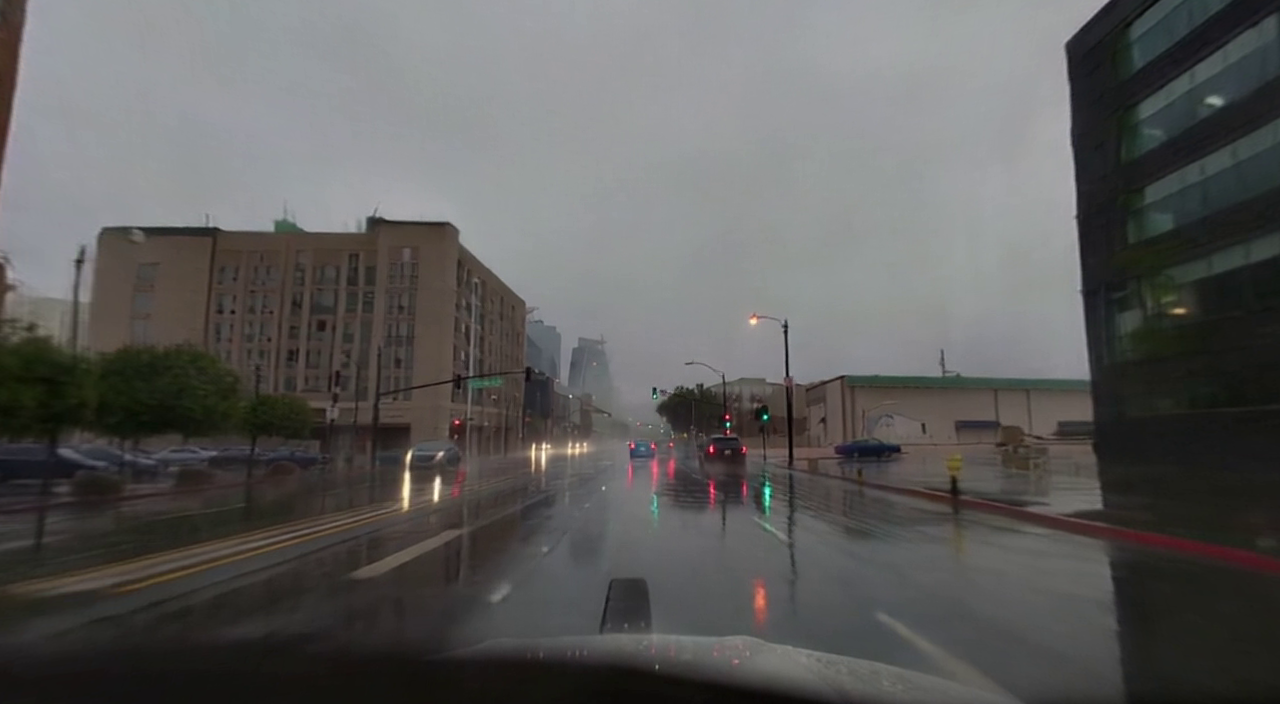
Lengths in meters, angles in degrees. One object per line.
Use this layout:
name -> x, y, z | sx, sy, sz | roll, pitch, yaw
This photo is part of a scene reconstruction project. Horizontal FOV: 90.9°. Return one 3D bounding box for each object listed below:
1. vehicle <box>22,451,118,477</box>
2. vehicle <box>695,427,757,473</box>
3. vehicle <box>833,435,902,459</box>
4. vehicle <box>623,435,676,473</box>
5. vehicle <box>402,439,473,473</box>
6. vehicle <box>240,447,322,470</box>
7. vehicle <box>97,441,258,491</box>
vehicle -> -37.944, 7.444, 42.060 | 4.234, 1.573, 2.229 | -1, -9, 0
vehicle -> 3.926, 4.593, 29.572 | 2.159, 1.938, 4.836 | 0, -9, -1
vehicle -> 17.641, 7.386, 48.948 | 4.556, 1.693, 2.030 | 1, -9, -1
vehicle -> 0.405, 4.620, 28.698 | 2.245, 1.587, 4.094 | 0, -9, 0
vehicle -> -10.718, 5.535, 33.750 | 2.232, 1.669, 4.354 | 0, -9, 1
vehicle -> -25.515, 7.571, 44.899 | 4.499, 1.503, 2.151 | 1, -8, -6
vehicle -> -20.076, 4.947, 27.566 | 5.223, 2.060, 2.247 | 0, -9, 1
